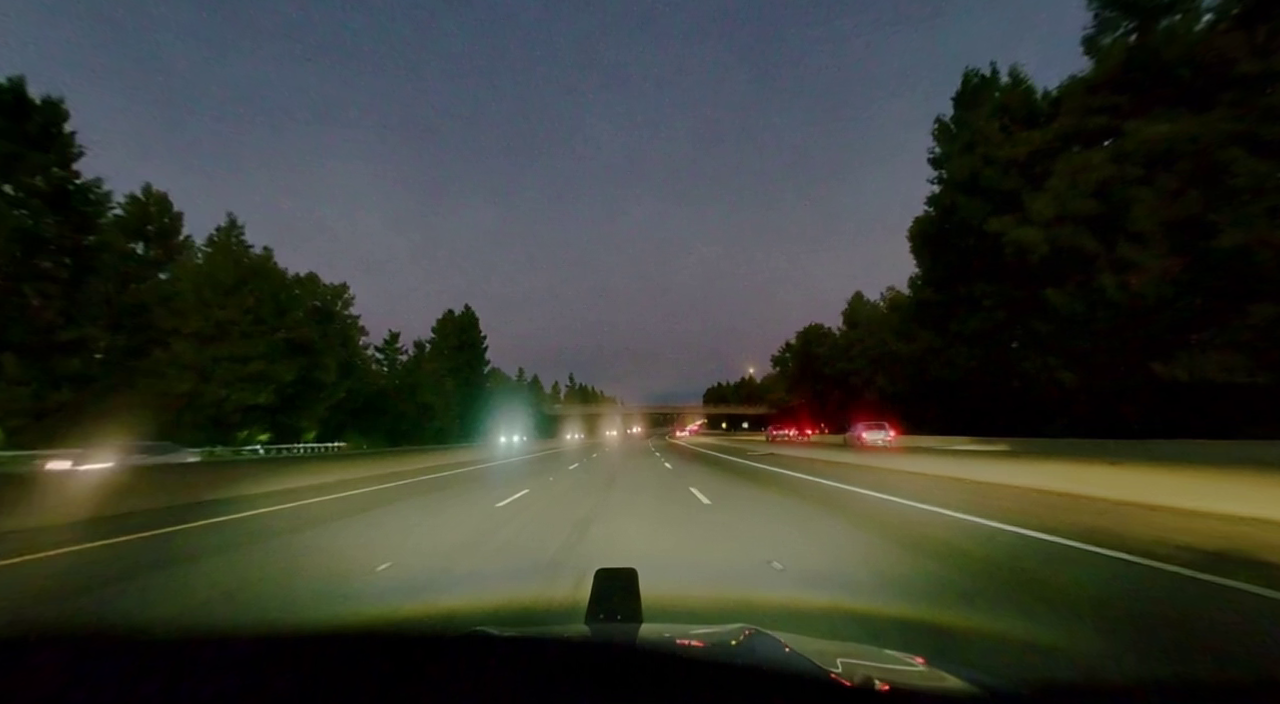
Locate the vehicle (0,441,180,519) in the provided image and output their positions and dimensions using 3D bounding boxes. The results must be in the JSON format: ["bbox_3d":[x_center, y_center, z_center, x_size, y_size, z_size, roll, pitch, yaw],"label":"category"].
[{"bbox_3d":[-12.971,2.764,14.239,1.895,1.439,4.263,0,-8,-1],"label":"vehicle"}]
